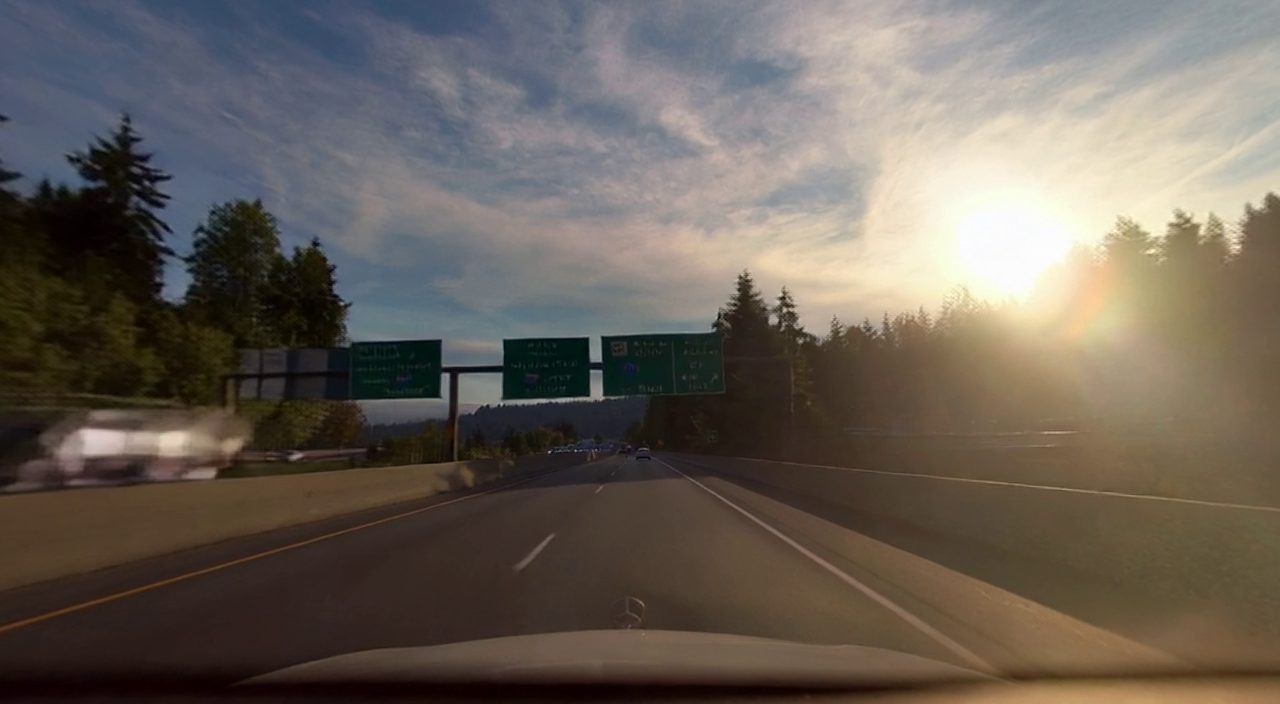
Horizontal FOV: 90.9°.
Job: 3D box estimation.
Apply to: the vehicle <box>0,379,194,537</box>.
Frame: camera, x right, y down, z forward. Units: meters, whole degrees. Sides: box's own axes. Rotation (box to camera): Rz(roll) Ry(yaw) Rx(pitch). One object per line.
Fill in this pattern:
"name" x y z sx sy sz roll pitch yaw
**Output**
"vehicle" -10.617 1.752 10.504 2.368 2.301 5.356 0 -9 0
